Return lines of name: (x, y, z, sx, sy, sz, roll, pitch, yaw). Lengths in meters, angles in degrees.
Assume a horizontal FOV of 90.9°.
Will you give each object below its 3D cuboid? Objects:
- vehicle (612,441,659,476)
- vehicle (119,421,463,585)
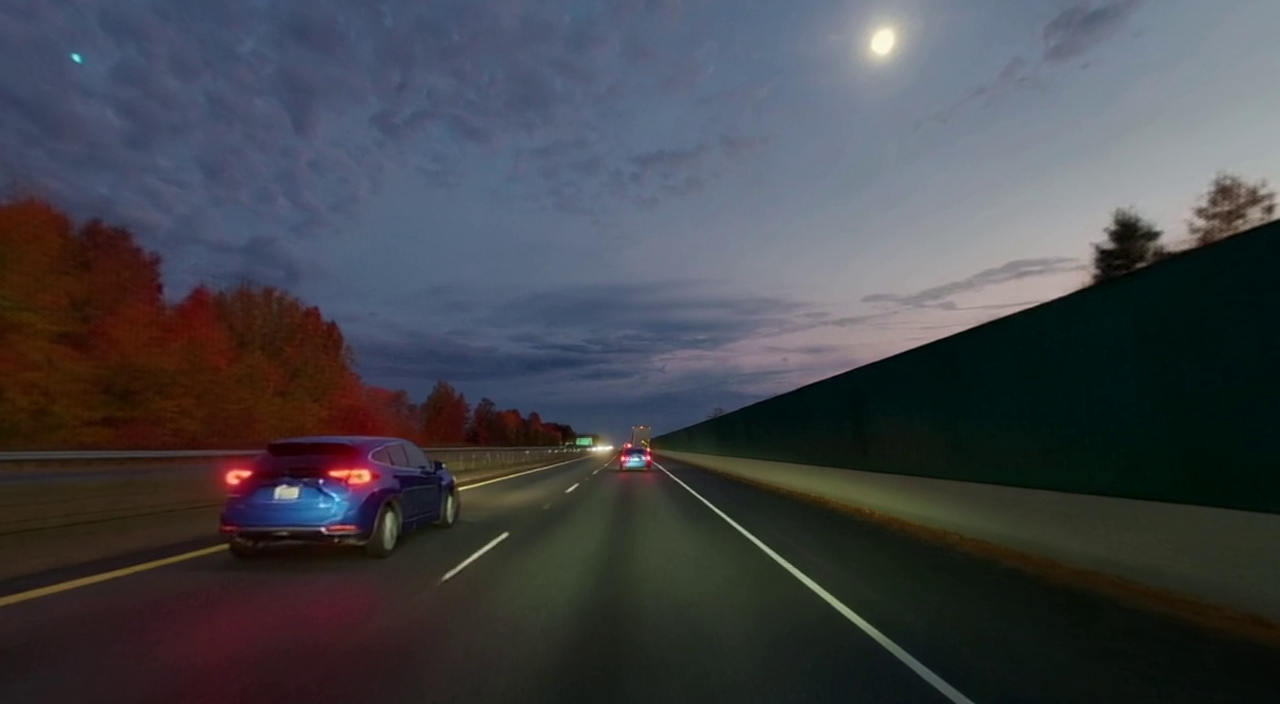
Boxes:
vehicle: (-0.240, 4.920, 29.434, 2.057, 1.516, 4.065, 0, -8, -1)
vehicle: (-3.900, 1.736, 8.107, 2.054, 1.536, 4.128, 0, -8, 0)
